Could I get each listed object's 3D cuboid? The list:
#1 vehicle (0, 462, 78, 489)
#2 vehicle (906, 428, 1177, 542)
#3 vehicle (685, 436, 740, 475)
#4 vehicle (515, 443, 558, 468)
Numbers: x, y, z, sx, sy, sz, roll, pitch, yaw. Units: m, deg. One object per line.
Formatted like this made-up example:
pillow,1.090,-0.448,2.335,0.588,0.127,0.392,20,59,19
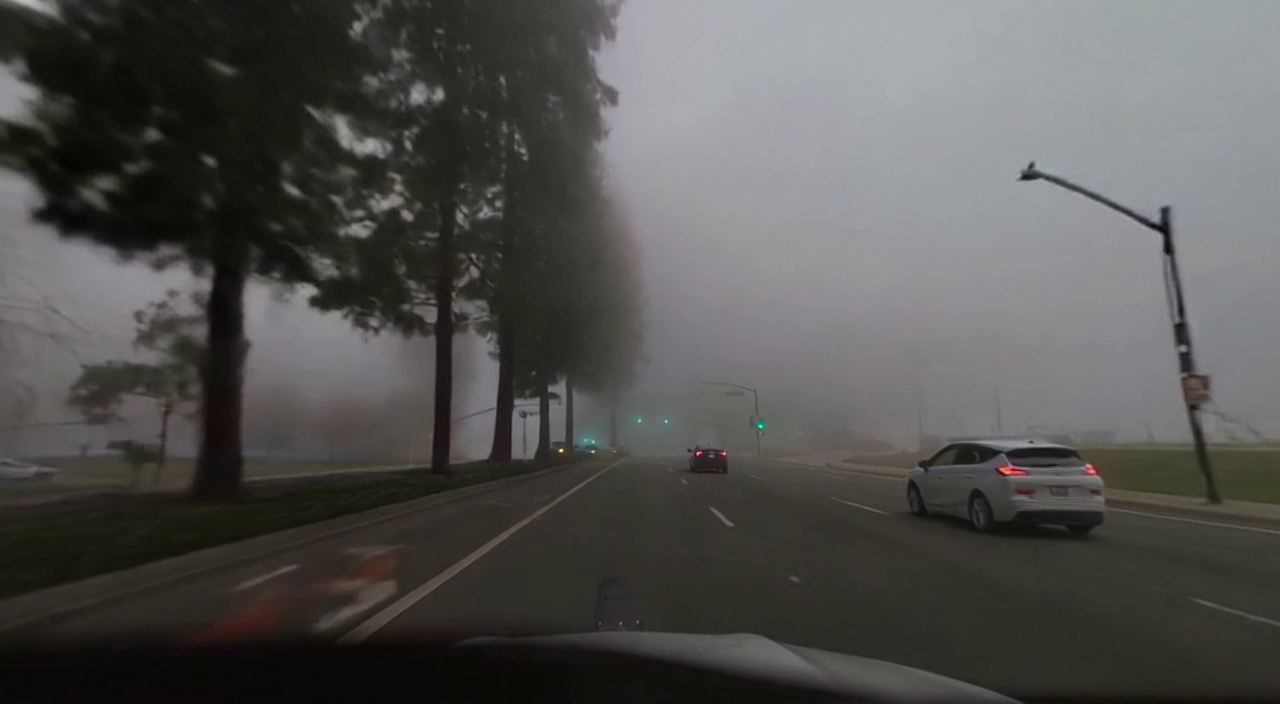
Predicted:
vehicle,-38.205,7.657,39.359,1.847,1.443,4.791,-1,-9,3
vehicle,6.706,2.248,11.295,2.000,1.618,4.238,0,-9,-1
vehicle,3.490,5.112,31.317,2.095,1.759,4.862,0,-9,-1
vehicle,-6.587,6.623,40.641,1.970,1.483,4.269,0,-9,1
